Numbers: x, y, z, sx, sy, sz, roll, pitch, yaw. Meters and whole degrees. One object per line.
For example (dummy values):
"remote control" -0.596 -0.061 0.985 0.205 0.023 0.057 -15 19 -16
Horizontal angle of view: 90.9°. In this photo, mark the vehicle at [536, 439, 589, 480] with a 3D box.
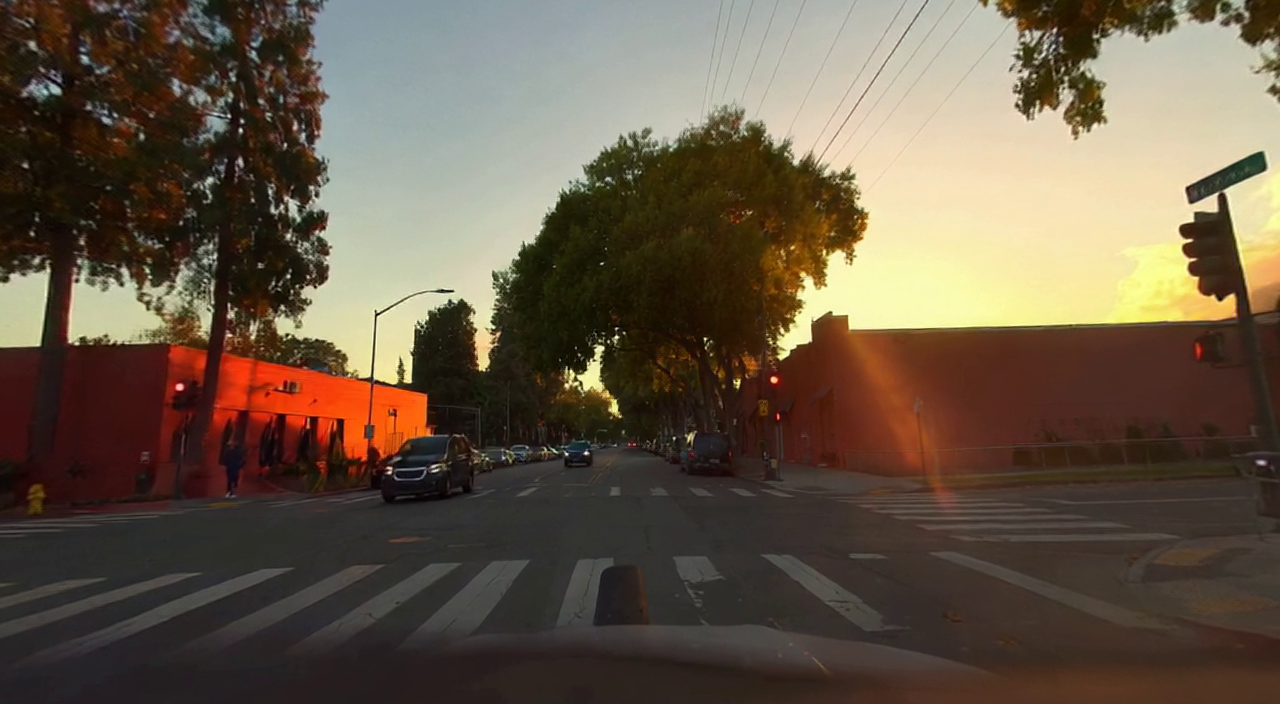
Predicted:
"vehicle" -3.258 4.571 27.189 2.033 1.596 4.142 1 -8 -4

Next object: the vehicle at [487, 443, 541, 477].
"vehicle" -6.189 5.345 31.409 1.979 1.560 3.928 0 -8 -1

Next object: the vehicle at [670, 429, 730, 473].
"vehicle" 3.100 5.314 34.041 2.557 2.188 5.164 0 -8 -2

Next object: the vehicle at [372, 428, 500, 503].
"vehicle" -5.772 3.269 18.641 2.242 1.887 4.924 0 -8 -2
